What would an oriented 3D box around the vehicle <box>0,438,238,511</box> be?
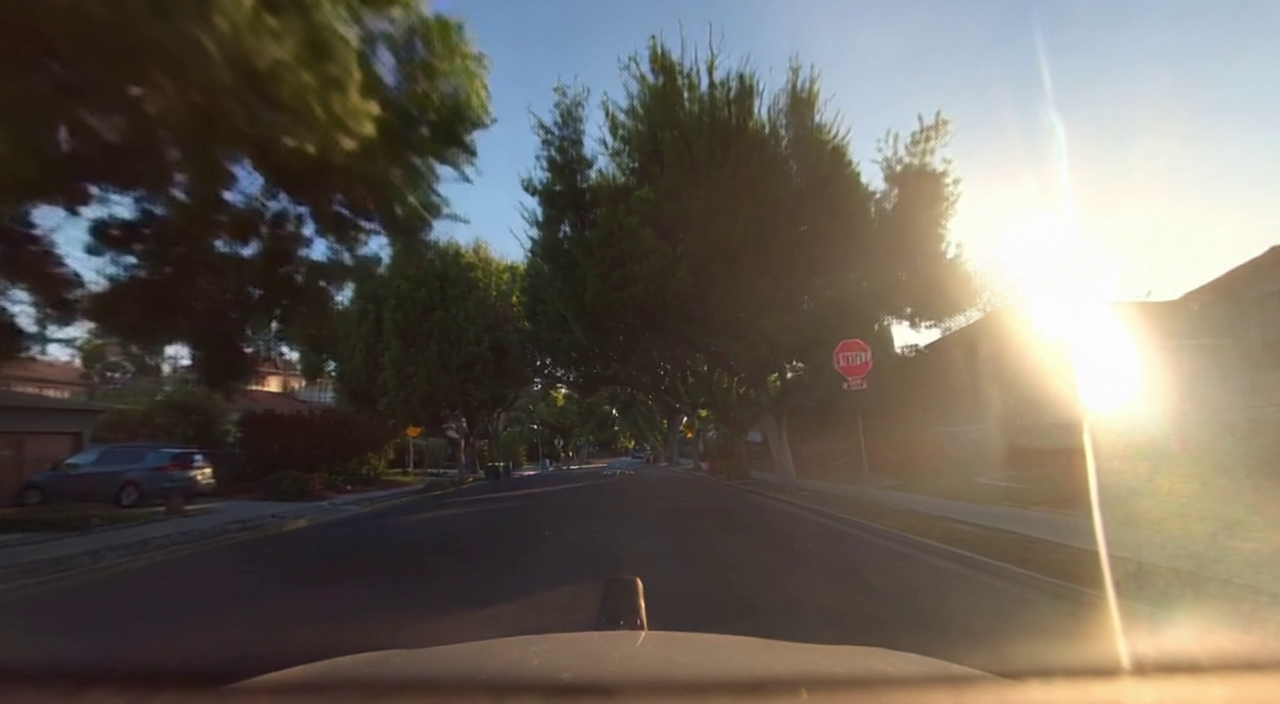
[{"bbox_3d":[-14.363,3.354,17.599,4.809,1.865,2.093,0,-9,-2],"label":"vehicle"}]
